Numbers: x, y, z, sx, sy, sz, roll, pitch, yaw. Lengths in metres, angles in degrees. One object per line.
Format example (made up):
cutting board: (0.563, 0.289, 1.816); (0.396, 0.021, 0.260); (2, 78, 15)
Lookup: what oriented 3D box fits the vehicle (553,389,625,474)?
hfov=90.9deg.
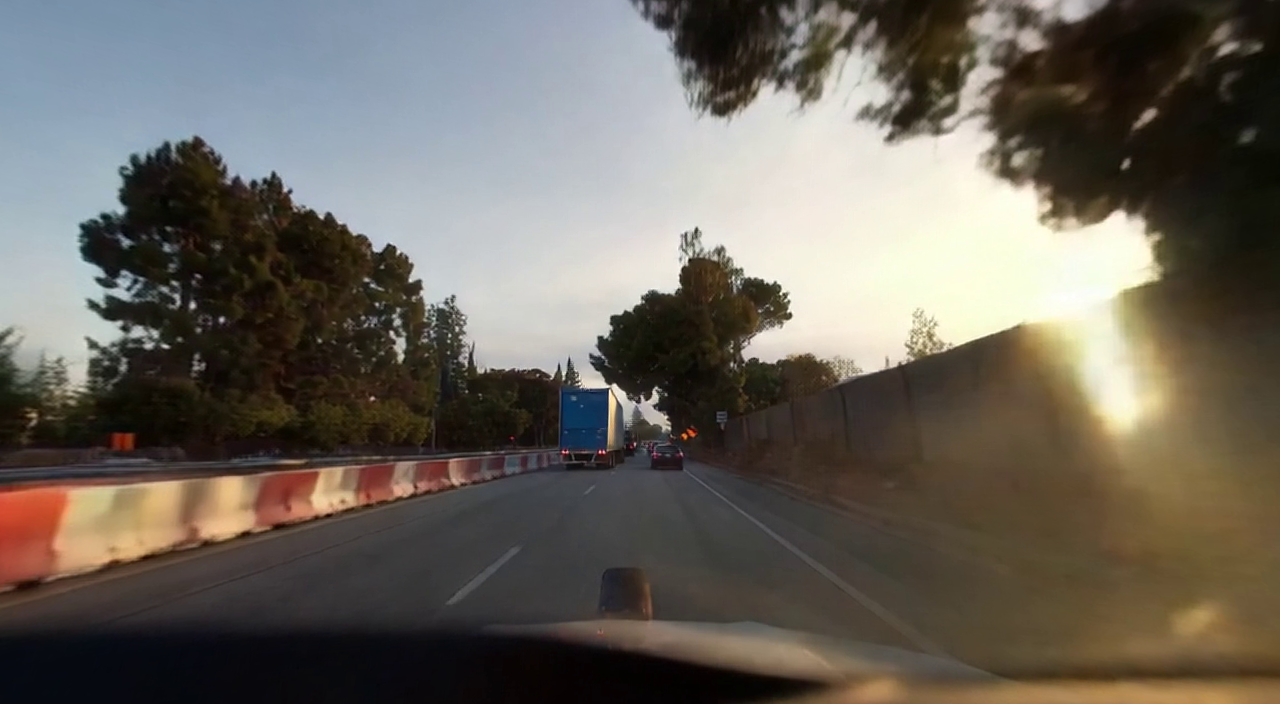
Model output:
vehicle: (-2.662, 4.987, 38.691); (2.906, 4.115, 15.715); (0, -8, 1)

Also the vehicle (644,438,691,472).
vehicle: (1.386, 5.470, 33.751); (2.304, 1.675, 4.462); (0, -8, 0)
